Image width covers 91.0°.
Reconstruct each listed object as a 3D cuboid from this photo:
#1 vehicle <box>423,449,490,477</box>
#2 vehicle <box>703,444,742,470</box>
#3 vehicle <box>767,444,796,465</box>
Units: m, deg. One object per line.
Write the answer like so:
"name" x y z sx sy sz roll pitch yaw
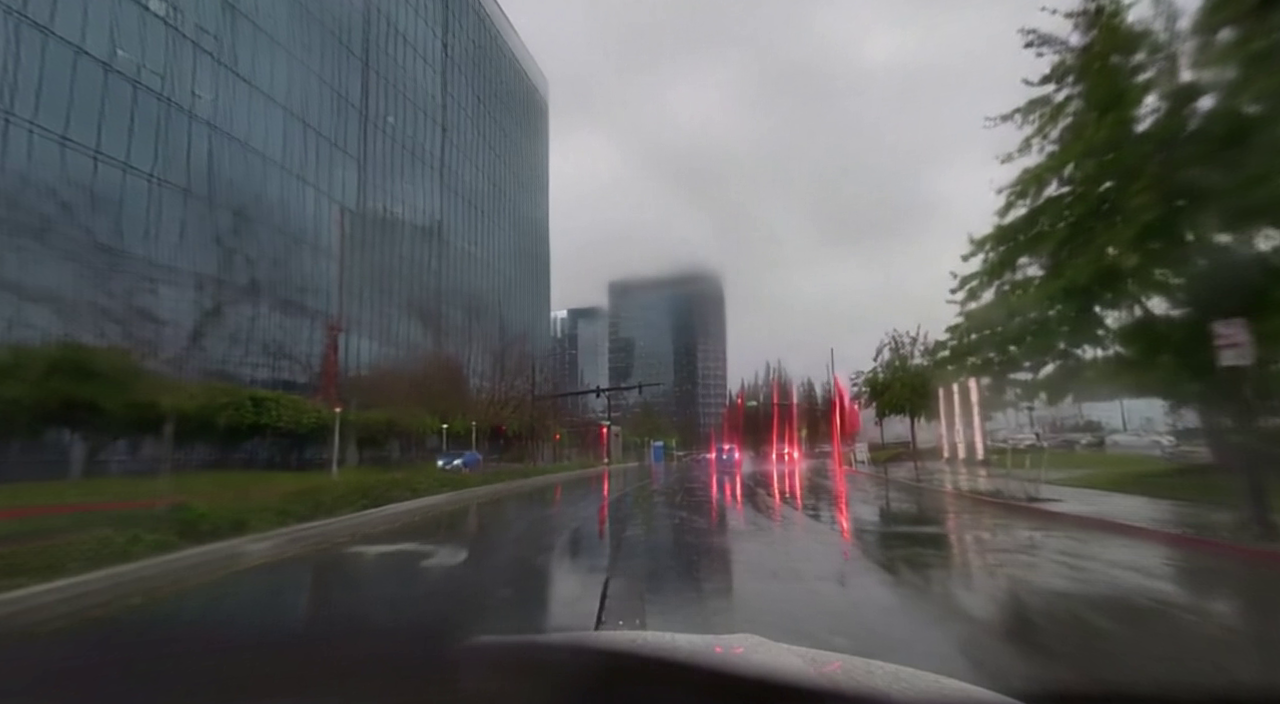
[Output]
"vehicle" -11.351 6.908 39.373 1.926 1.619 4.649 -2 -9 13
"vehicle" 5.136 6.408 38.726 2.127 1.497 4.020 -2 -9 11
"vehicle" 10.428 7.525 46.403 1.916 1.492 3.911 -2 -9 13
